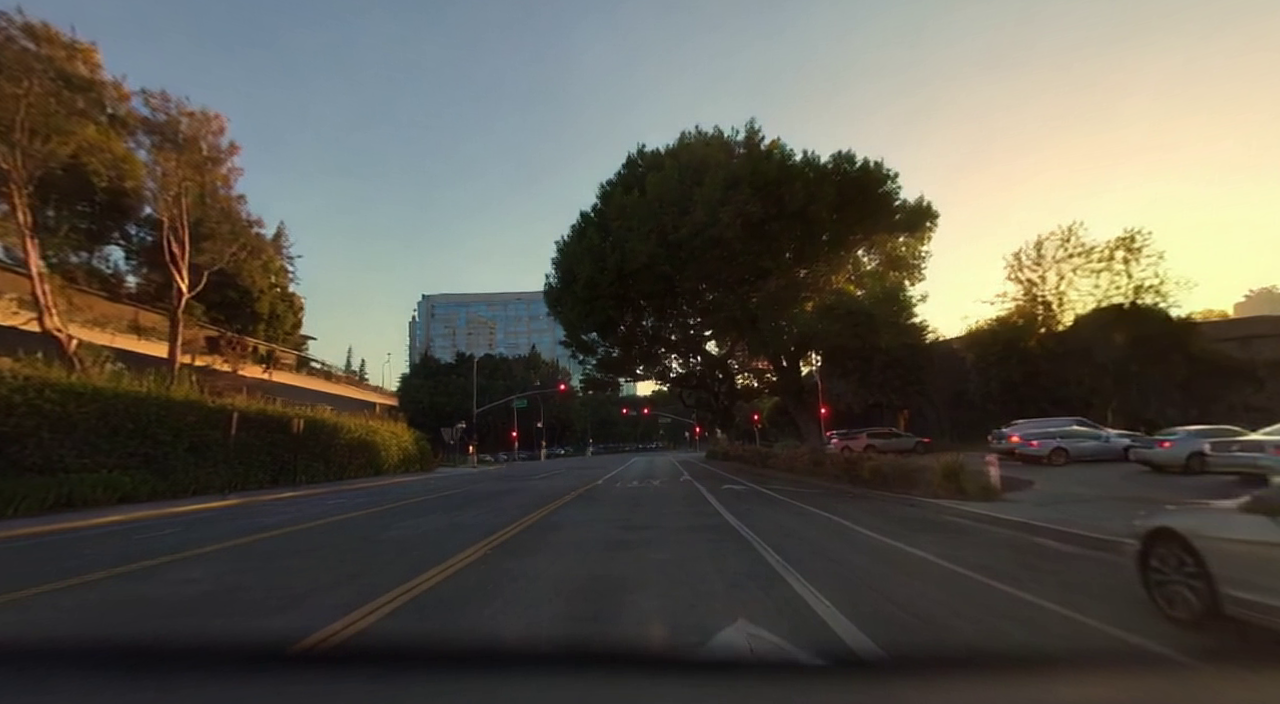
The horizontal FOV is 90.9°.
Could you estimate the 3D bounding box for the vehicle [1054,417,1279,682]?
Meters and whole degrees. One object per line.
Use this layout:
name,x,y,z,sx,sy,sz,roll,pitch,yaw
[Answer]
vehicle,4.532,1.025,3.024,2.006,1.448,4.671,0,-8,2

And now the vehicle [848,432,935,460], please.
vehicle,14.334,5.368,36.129,4.167,1.476,1.871,-1,-8,1
